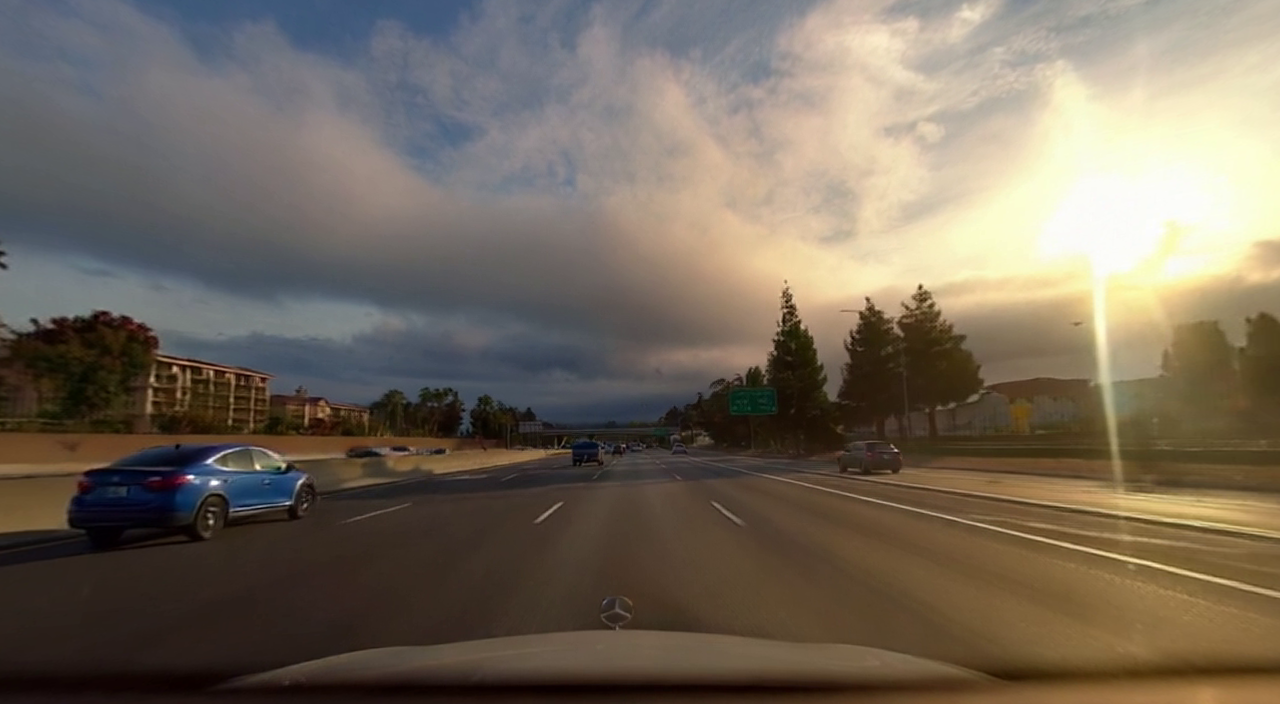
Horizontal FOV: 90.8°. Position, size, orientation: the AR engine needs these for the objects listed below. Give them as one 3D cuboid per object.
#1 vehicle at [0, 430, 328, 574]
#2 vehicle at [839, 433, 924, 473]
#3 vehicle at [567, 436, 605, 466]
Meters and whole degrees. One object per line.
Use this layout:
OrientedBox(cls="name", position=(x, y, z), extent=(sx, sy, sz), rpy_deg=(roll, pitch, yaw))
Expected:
OrientedBox(cls="vehicle", position=(-6.795, 1.946, 9.104), extent=(2.018, 1.480, 4.999), rpy_deg=(0, -9, 0))
OrientedBox(cls="vehicle", position=(11.608, 4.916, 30.756), extent=(2.168, 1.792, 4.457), rpy_deg=(0, -9, -3))
OrientedBox(cls="vehicle", position=(-3.754, 6.990, 44.551), extent=(2.225, 1.967, 4.673), rpy_deg=(0, -9, 1))
